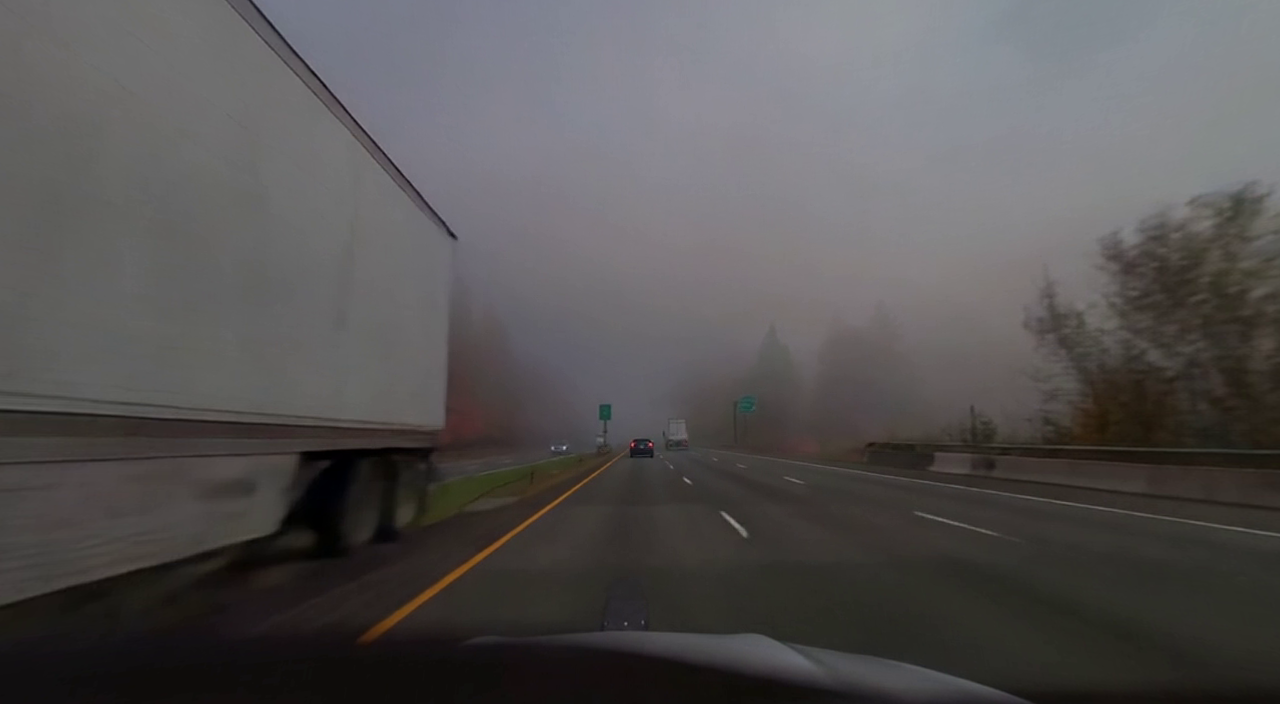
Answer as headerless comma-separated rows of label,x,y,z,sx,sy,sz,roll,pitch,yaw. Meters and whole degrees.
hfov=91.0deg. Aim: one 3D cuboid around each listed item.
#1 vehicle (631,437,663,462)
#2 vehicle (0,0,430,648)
vehicle,0.421,6.037,39.127,1.924,1.498,3.817,0,-8,1
vehicle,-4.320,-0.768,2.310,3.120,3.936,11.480,0,-8,0
